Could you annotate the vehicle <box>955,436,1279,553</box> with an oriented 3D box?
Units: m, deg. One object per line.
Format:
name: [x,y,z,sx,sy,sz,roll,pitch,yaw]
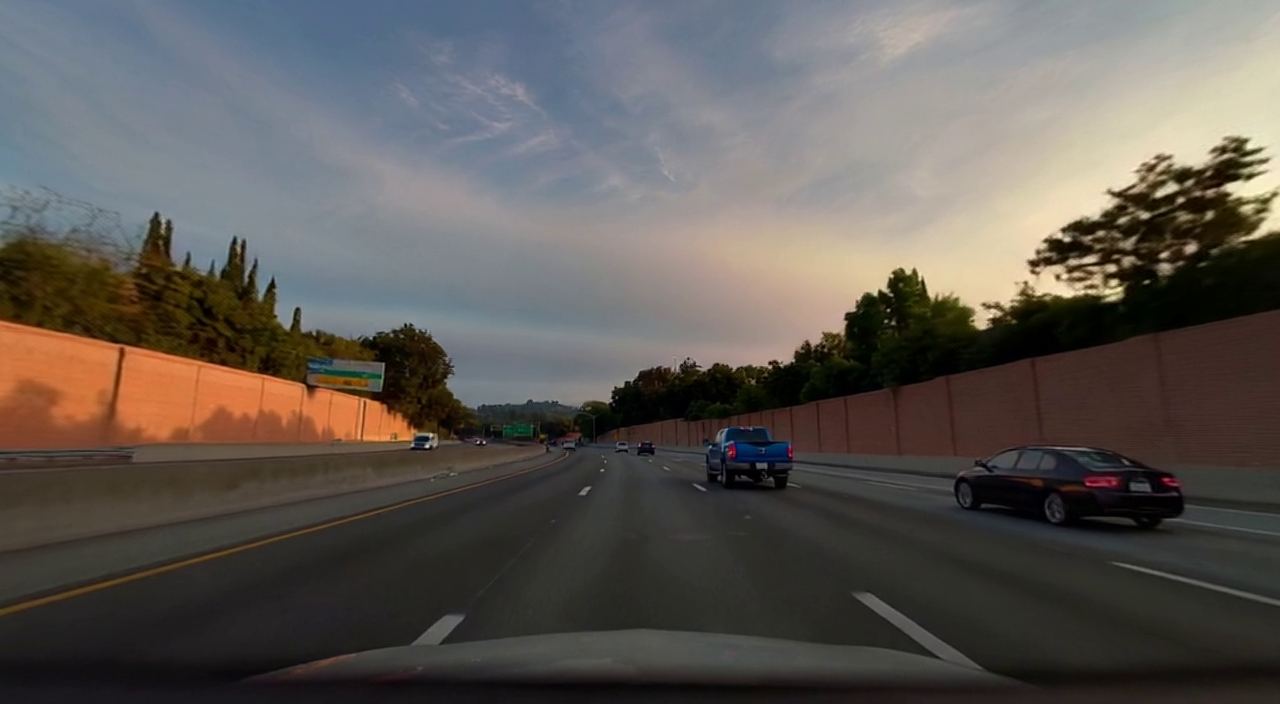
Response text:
vehicle: [7.599,2.195,10.635,1.976,1.485,4.925,0,-8,-1]

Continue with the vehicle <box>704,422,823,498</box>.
vehicle: [3.526,3.235,19.310,2.374,1.952,5.431,0,-8,-2]
